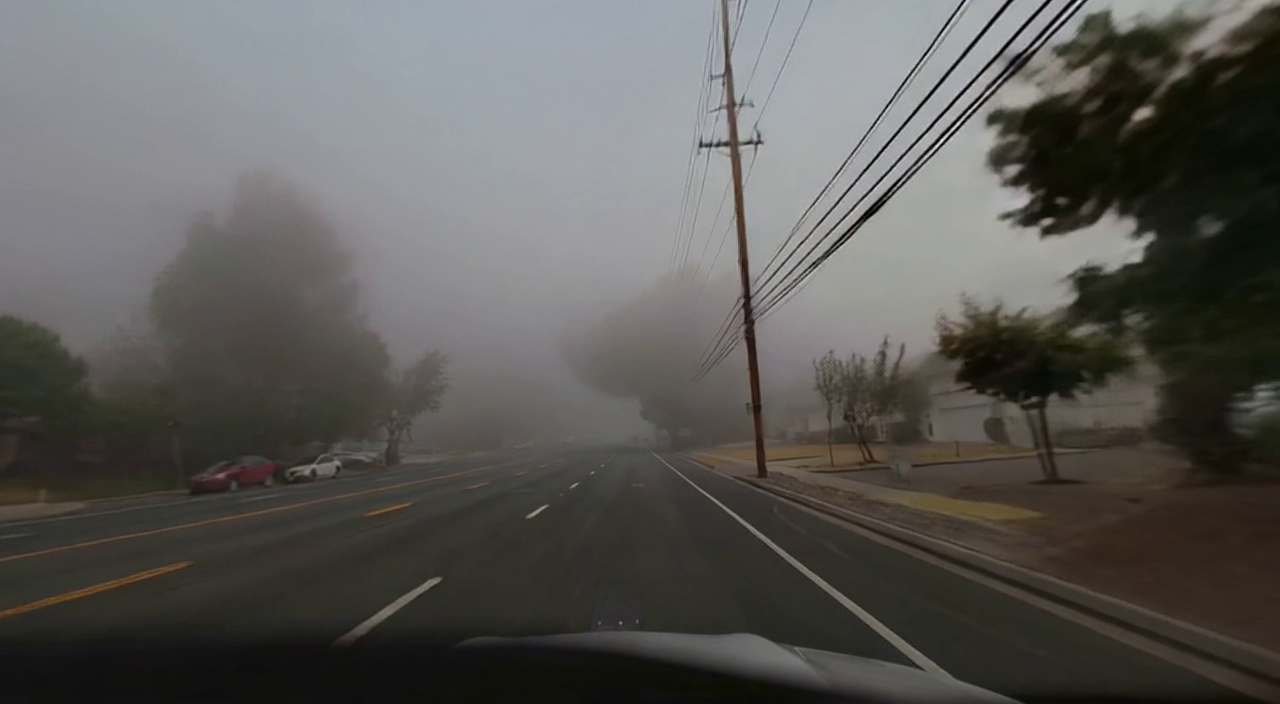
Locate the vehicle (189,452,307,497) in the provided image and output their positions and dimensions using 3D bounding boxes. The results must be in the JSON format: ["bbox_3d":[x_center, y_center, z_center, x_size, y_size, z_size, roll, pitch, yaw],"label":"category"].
[{"bbox_3d":[-15.911,4.953,25.992,2.031,1.482,4.476,-4,-8,0],"label":"vehicle"}]
